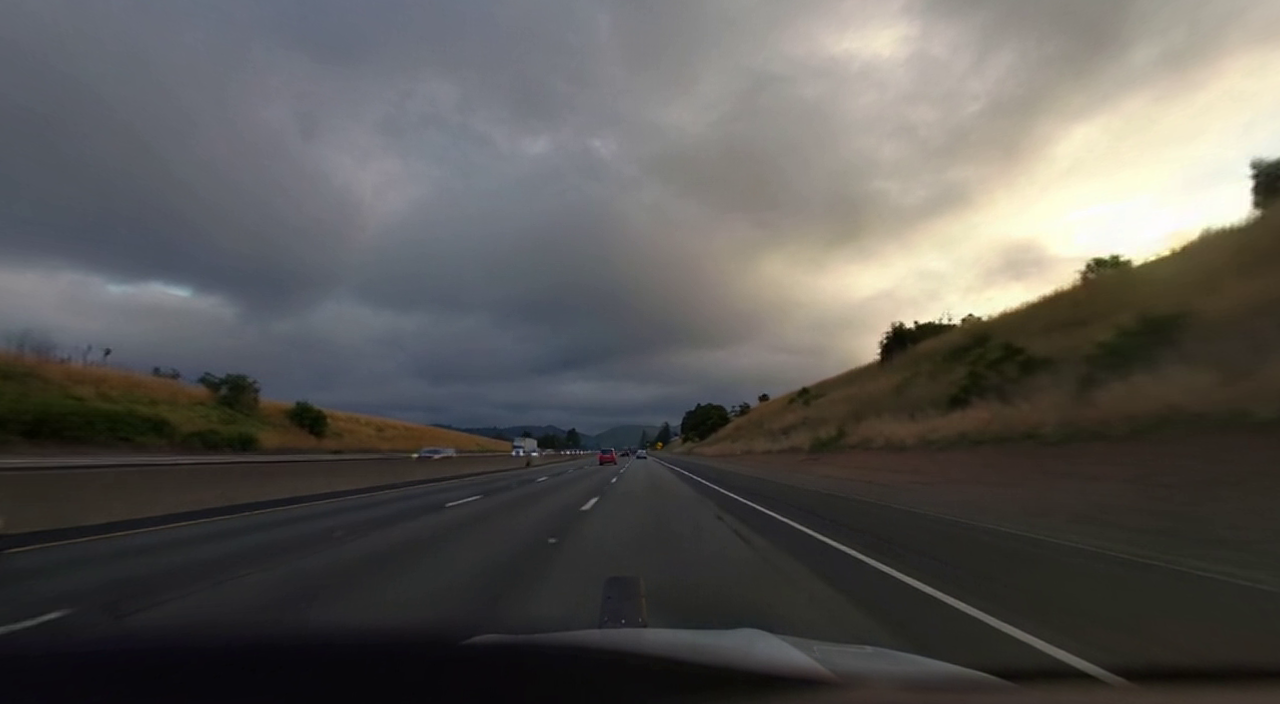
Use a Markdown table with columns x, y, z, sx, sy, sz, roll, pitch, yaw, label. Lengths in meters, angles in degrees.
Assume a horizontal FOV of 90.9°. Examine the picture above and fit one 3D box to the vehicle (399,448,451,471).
| x | y | z | sx | sy | sz | roll | pitch | yaw | label |
| --- | --- | --- | --- | --- | --- | --- | --- | --- | --- |
| -14.386 | 7.212 | 42.431 | 1.856 | 1.465 | 4.534 | 0 | -9 | 0 | vehicle |
